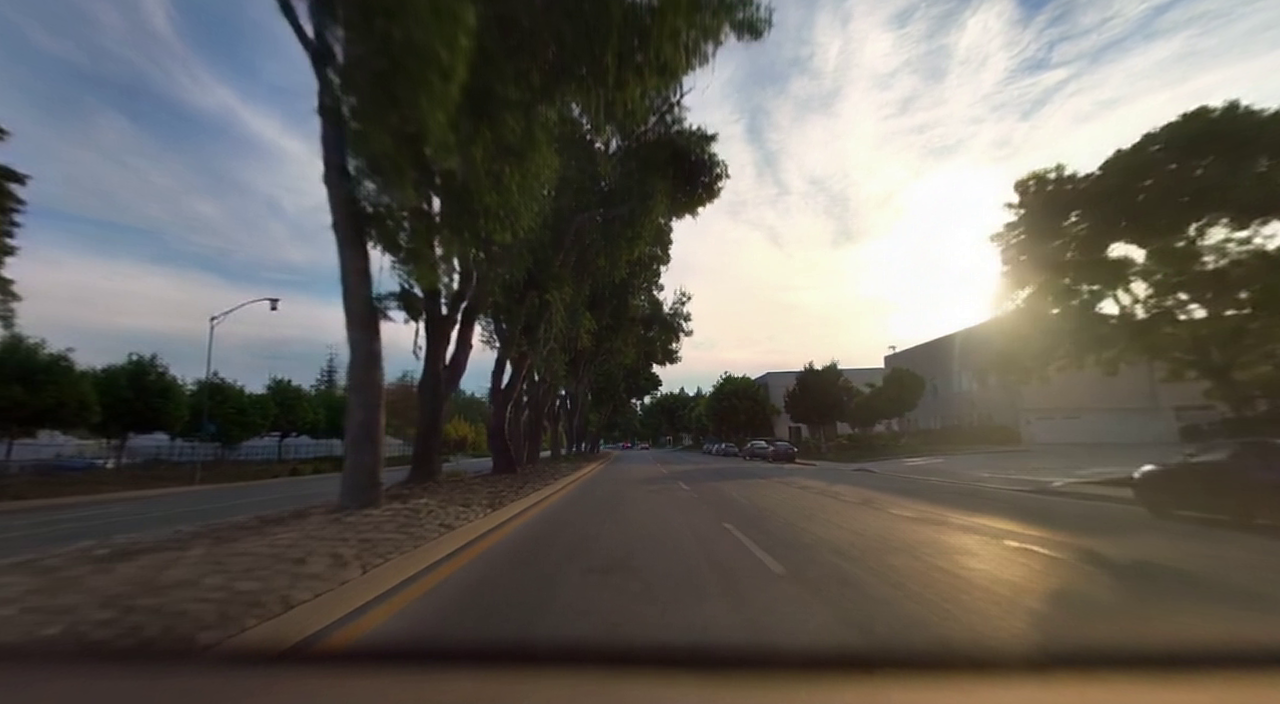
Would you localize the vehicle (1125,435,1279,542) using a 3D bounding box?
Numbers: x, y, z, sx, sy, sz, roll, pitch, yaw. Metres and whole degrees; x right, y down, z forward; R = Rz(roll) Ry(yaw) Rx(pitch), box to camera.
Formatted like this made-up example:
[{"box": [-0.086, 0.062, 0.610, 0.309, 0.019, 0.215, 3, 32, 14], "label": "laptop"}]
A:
[{"box": [9.938, 1.952, 9.136, 1.996, 1.488, 4.810, 0, -9, 0], "label": "vehicle"}]

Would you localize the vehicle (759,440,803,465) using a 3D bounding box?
[{"box": [9.896, 7.087, 44.814, 1.984, 1.672, 4.262, 0, -9, -2], "label": "vehicle"}]
